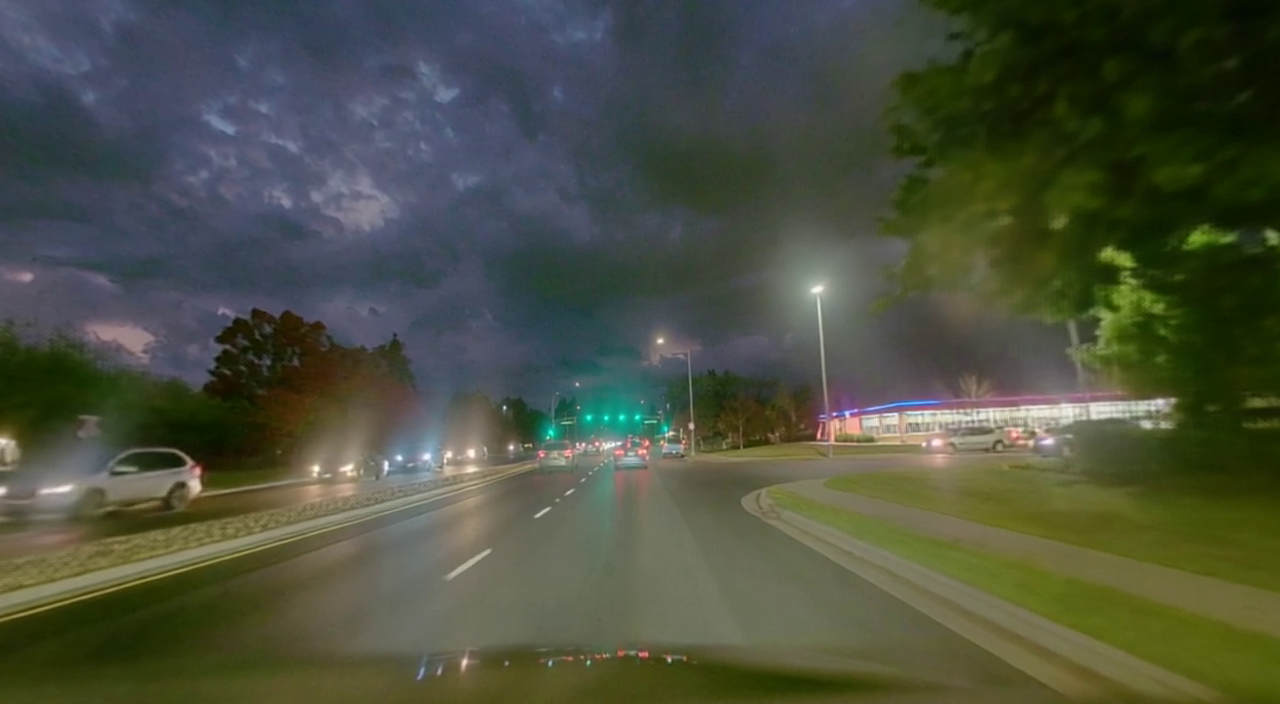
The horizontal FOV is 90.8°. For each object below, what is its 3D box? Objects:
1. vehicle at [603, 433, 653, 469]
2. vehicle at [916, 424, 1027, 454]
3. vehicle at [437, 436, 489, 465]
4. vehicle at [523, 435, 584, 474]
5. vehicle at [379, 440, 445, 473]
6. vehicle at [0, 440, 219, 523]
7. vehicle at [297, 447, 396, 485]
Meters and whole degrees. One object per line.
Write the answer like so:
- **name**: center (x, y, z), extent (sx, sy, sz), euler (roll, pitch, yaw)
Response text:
- **vehicle**: center (-0.537, 4.468, 28.620), extent (2.085, 1.475, 3.976), euler (0, -8, -1)
- **vehicle**: center (17.165, 4.538, 32.896), extent (4.517, 1.455, 2.233), euler (-1, -8, 3)
- **vehicle**: center (-12.375, 6.919, 44.501), extent (2.260, 1.921, 4.902), euler (0, -8, 0)
- **vehicle**: center (-3.575, 4.319, 26.821), extent (1.921, 1.477, 4.083), euler (0, -8, 1)
- **vehicle**: center (-12.602, 5.809, 35.261), extent (1.986, 1.712, 4.399), euler (0, -8, 1)
- **vehicle**: center (-13.190, 3.113, 15.827), extent (1.999, 1.755, 4.518), euler (-1, -8, 2)
- **vehicle**: center (-12.587, 4.883, 27.469), extent (1.909, 1.462, 4.608), euler (-1, -8, 3)
